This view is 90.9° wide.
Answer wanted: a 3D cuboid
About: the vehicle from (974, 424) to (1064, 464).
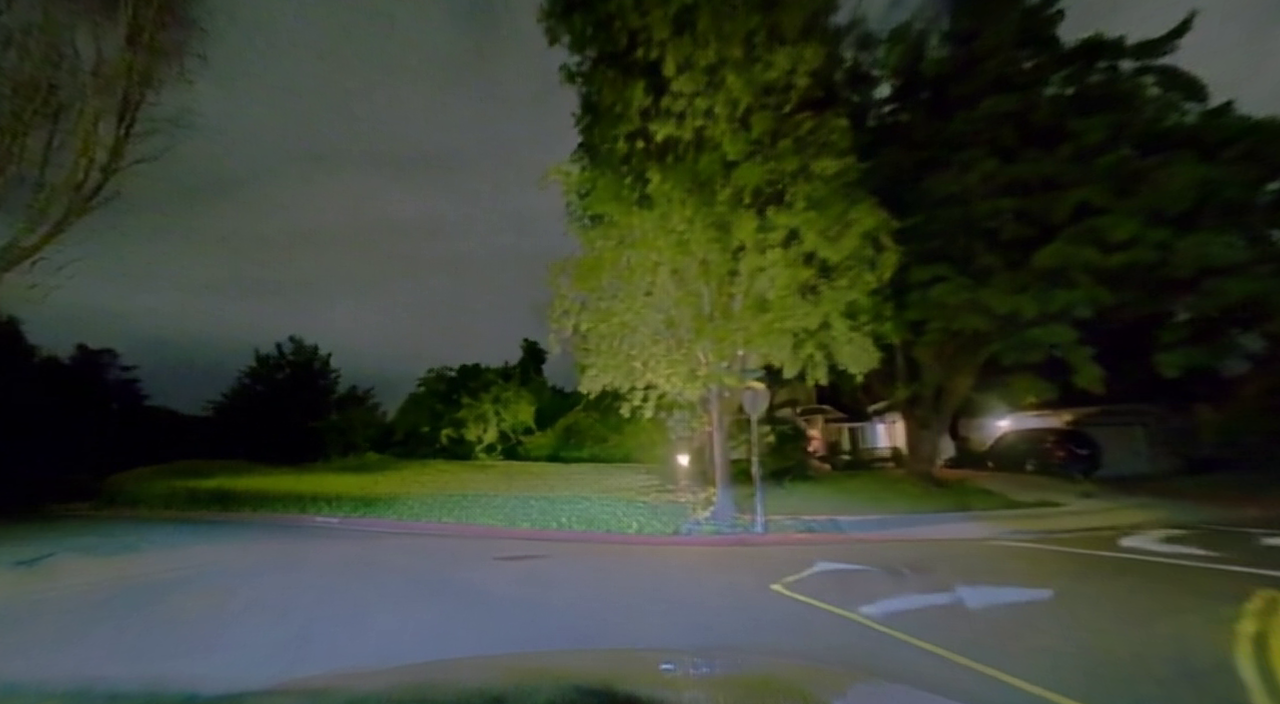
[{"bbox_3d":[15.958,3.919,26.759,1.802,1.548,3.501,-1,-9,5],"label":"vehicle"}]
